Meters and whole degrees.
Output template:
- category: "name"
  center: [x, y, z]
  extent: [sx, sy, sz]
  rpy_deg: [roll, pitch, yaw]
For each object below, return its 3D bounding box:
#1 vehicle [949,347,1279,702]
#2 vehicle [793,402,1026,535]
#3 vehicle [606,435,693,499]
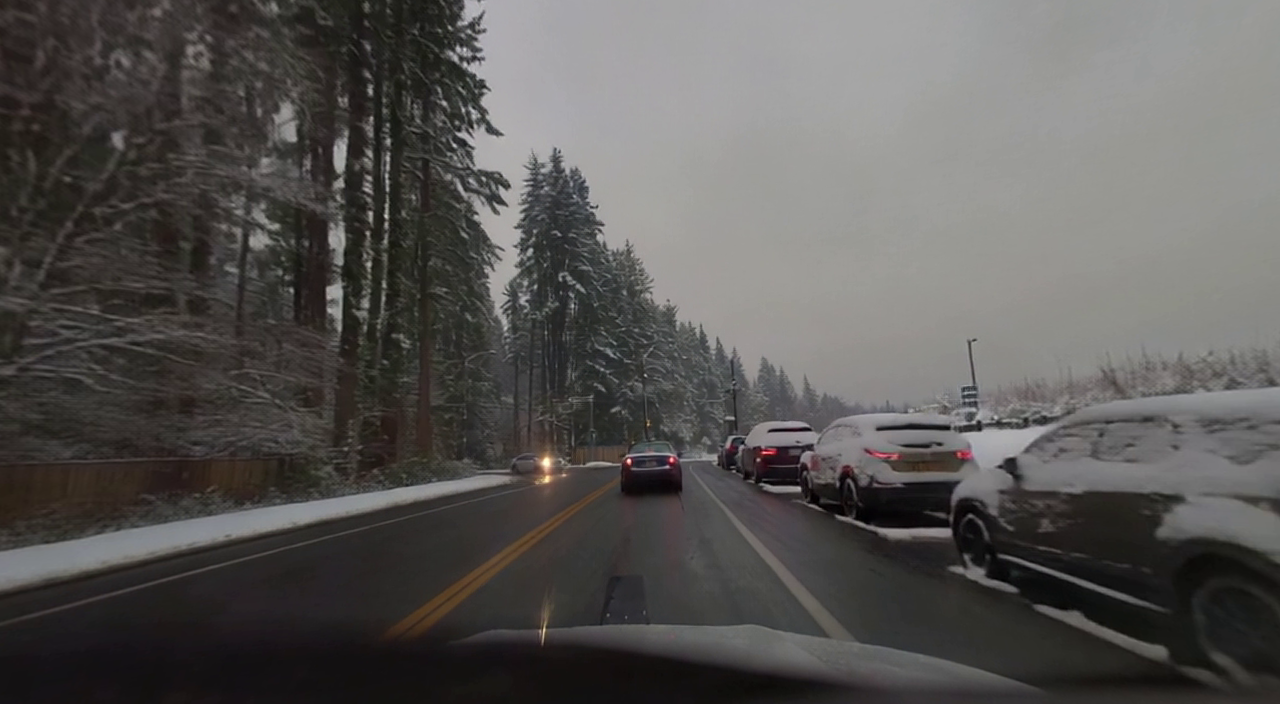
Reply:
- category: "vehicle"
  center: [4.162, 0.997, 4.162]
  extent: [1.969, 1.738, 4.515]
  rpy_deg: [0, -8, 1]
- category: "vehicle"
  center: [4.263, 1.920, 10.978]
  extent: [2.093, 1.822, 4.483]
  rpy_deg: [0, -8, 1]
- category: "vehicle"
  center: [0.290, 3.034, 17.109]
  extent: [2.078, 1.521, 4.058]
  rpy_deg: [0, -8, 2]
